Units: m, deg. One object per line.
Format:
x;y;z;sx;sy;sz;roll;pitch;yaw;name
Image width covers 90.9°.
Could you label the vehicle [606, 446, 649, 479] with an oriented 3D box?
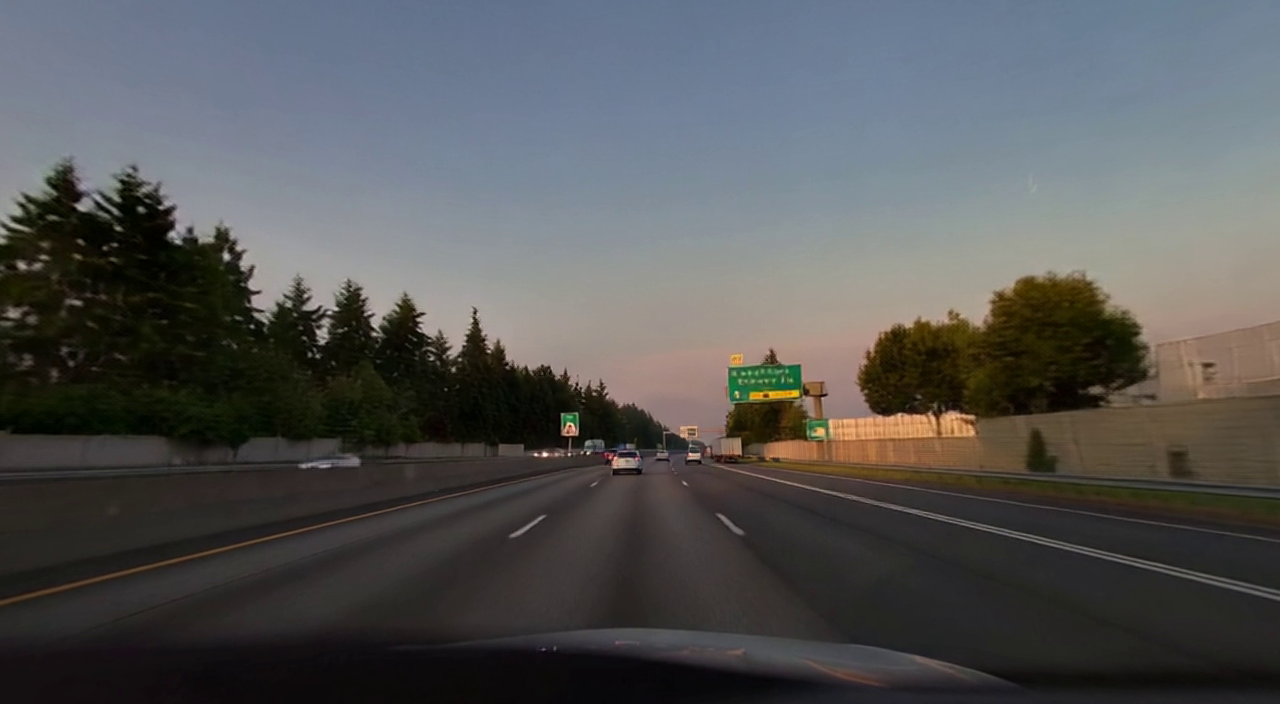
-0.568;5.582;32.064;2.035;1.513;4.272;0;-9;1;vehicle
